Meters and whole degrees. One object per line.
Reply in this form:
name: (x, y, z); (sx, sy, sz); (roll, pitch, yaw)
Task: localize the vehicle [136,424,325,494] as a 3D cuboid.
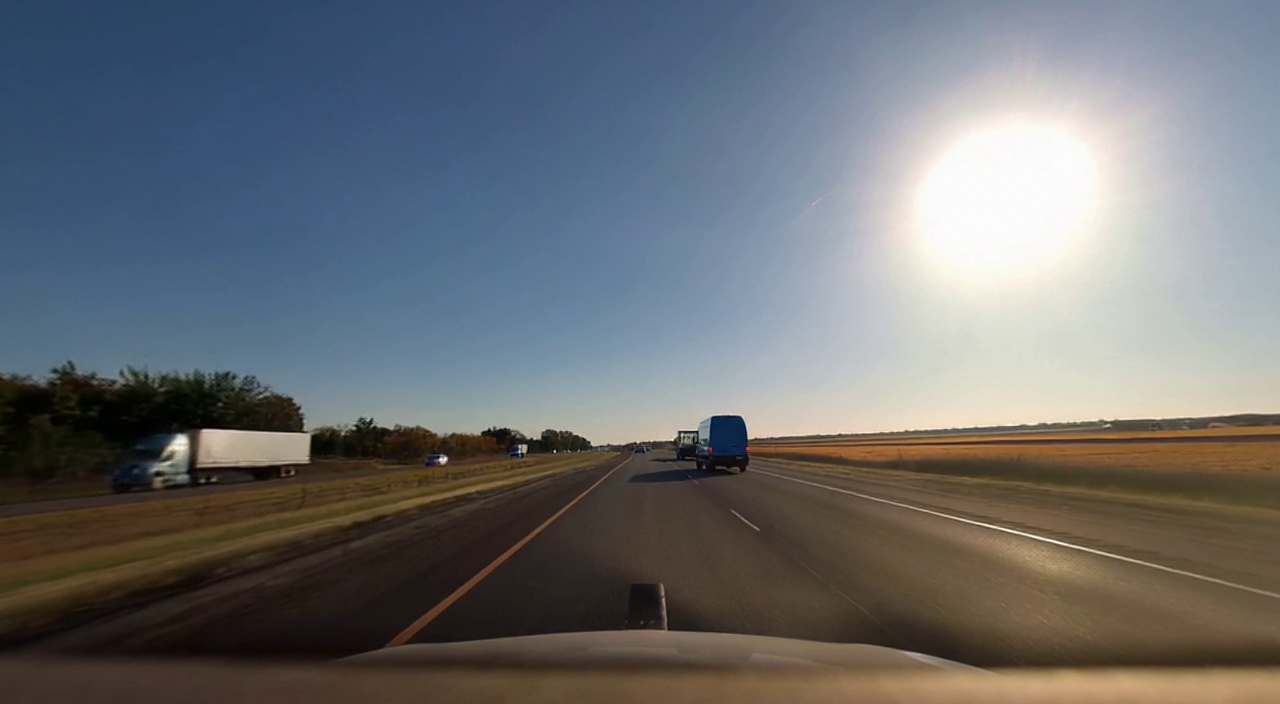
vehicle: (-28.527, 7.597, 45.847); (2.897, 4.119, 16.263); (0, -8, 0)

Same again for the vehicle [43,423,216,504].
vehicle: (-28.452, 6.206, 35.851); (3.012, 4.006, 7.964); (0, -8, 0)

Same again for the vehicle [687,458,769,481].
vehicle: (3.863, 5.390, 29.222); (2.702, 0.824, 6.391); (0, -8, -2)

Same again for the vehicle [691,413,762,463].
vehicle: (3.837, 4.060, 29.263); (2.444, 2.053, 5.616); (-1, -9, 0)
